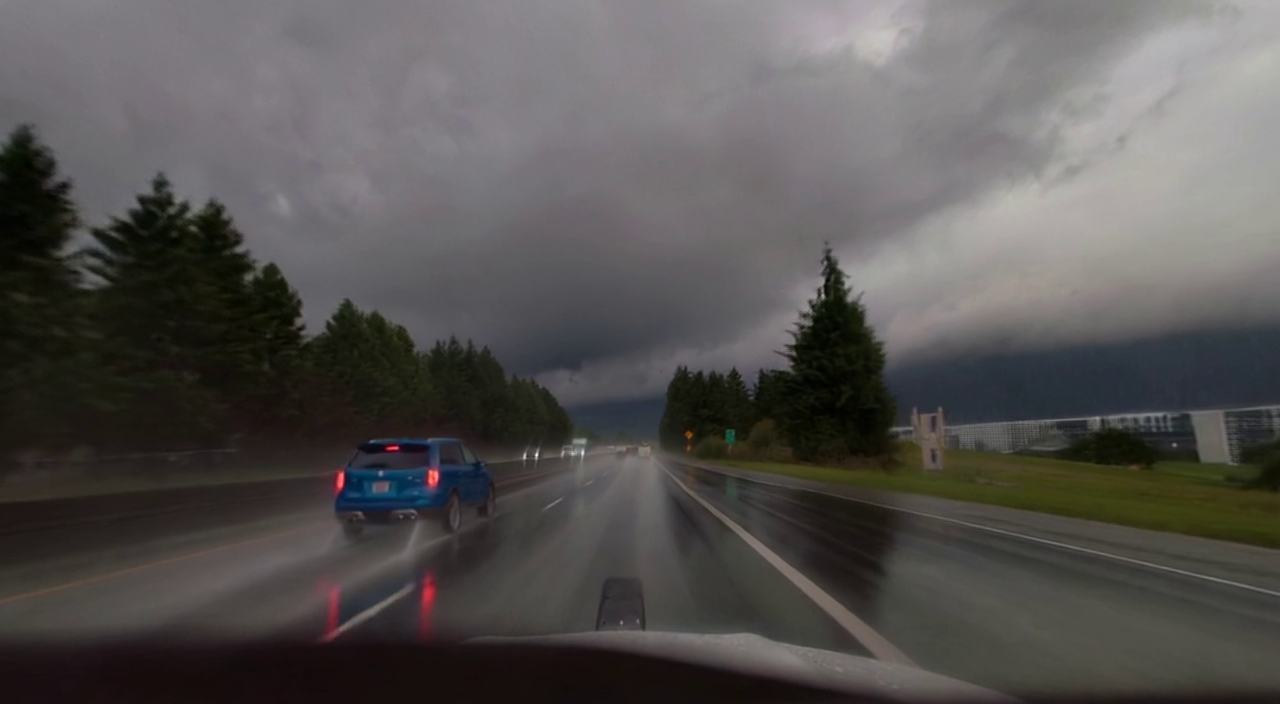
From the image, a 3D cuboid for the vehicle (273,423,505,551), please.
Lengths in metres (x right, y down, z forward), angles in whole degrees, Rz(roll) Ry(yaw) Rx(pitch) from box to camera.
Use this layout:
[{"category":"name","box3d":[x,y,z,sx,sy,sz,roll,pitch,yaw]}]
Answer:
[{"category":"vehicle","box3d":[-3.953,2.212,11.051,2.110,1.727,4.607,0,-9,1]}]
